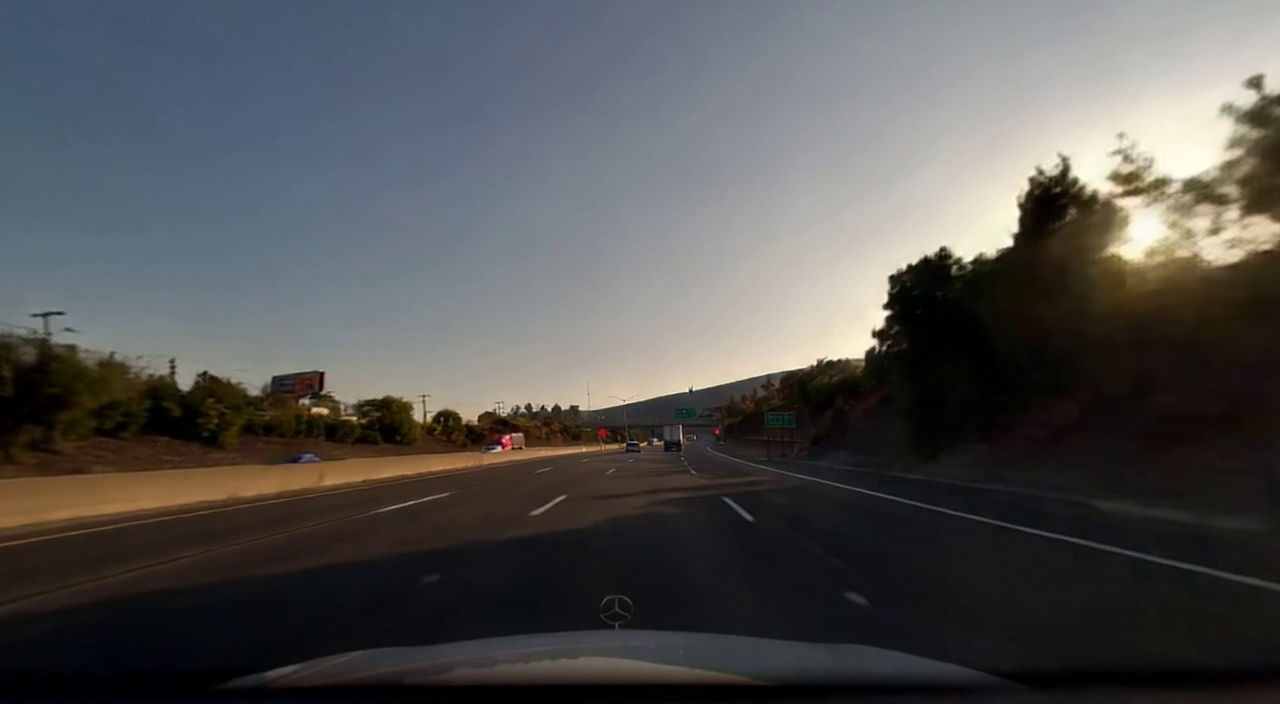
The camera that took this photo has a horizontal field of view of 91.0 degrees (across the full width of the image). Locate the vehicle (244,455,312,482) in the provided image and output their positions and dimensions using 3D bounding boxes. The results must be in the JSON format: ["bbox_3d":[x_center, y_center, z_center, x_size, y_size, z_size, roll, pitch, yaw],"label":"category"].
[{"bbox_3d":[-22.120,7.088,38.633,1.724,1.445,3.887,-1,-8,3],"label":"vehicle"}]
